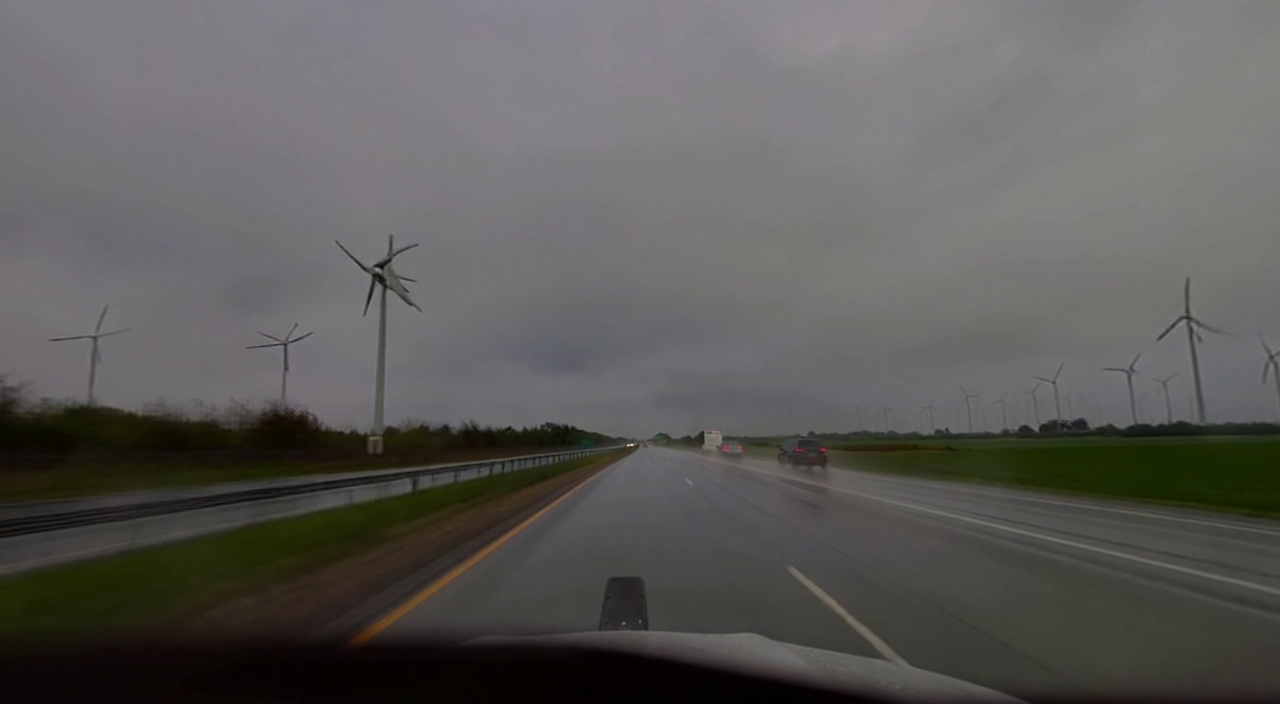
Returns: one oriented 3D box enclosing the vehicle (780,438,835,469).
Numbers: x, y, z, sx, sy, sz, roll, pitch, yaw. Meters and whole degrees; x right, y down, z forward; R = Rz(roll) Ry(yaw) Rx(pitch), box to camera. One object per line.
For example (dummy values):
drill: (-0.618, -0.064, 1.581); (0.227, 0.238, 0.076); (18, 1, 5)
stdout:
vehicle: (9.561, 5.821, 36.280); (1.897, 1.669, 4.825); (0, -9, 1)
